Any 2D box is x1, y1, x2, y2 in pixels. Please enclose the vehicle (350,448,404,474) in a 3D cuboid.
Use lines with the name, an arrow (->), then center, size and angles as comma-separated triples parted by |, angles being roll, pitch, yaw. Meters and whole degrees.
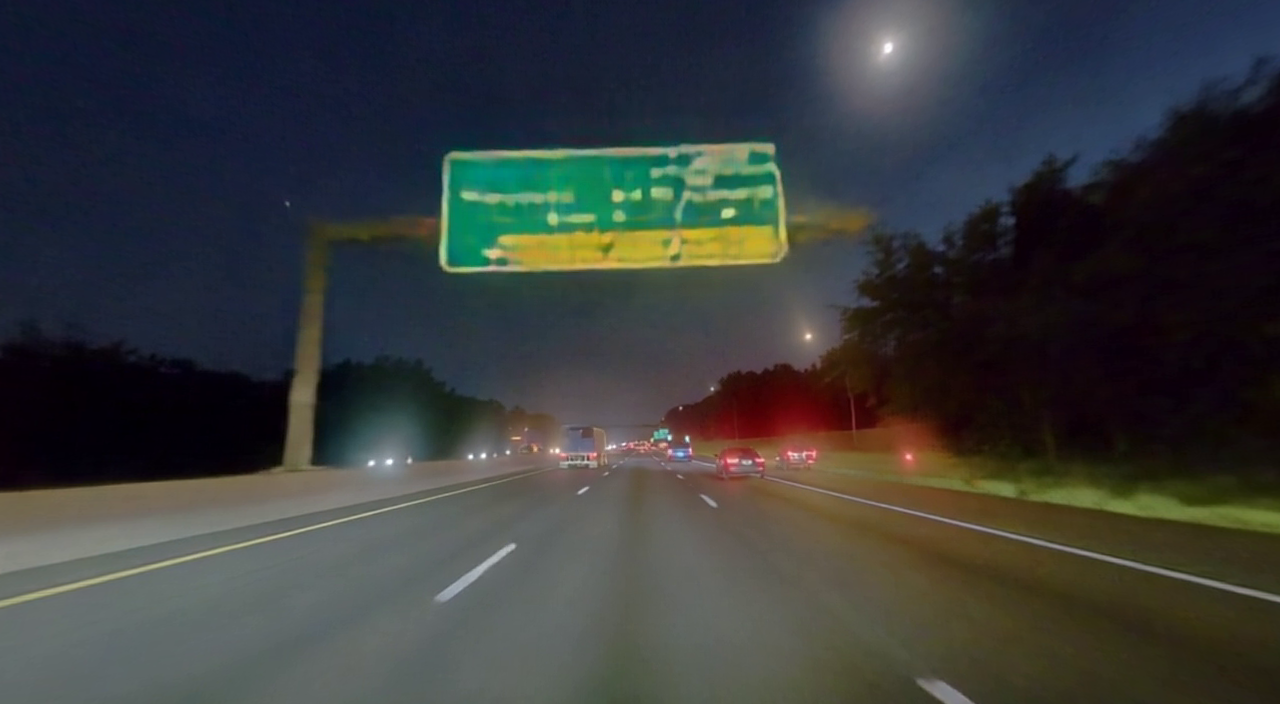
vehicle -> -19.264, 7.983, 46.379 | 1.935, 1.800, 4.470 | 0, -9, 0

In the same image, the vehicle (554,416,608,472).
vehicle -> -3.617, 5.898, 40.222 | 2.667, 3.195, 6.731 | 0, -9, 1

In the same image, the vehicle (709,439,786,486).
vehicle -> 3.765, 3.962, 22.827 | 1.983, 1.545, 4.038 | 0, -9, -1
